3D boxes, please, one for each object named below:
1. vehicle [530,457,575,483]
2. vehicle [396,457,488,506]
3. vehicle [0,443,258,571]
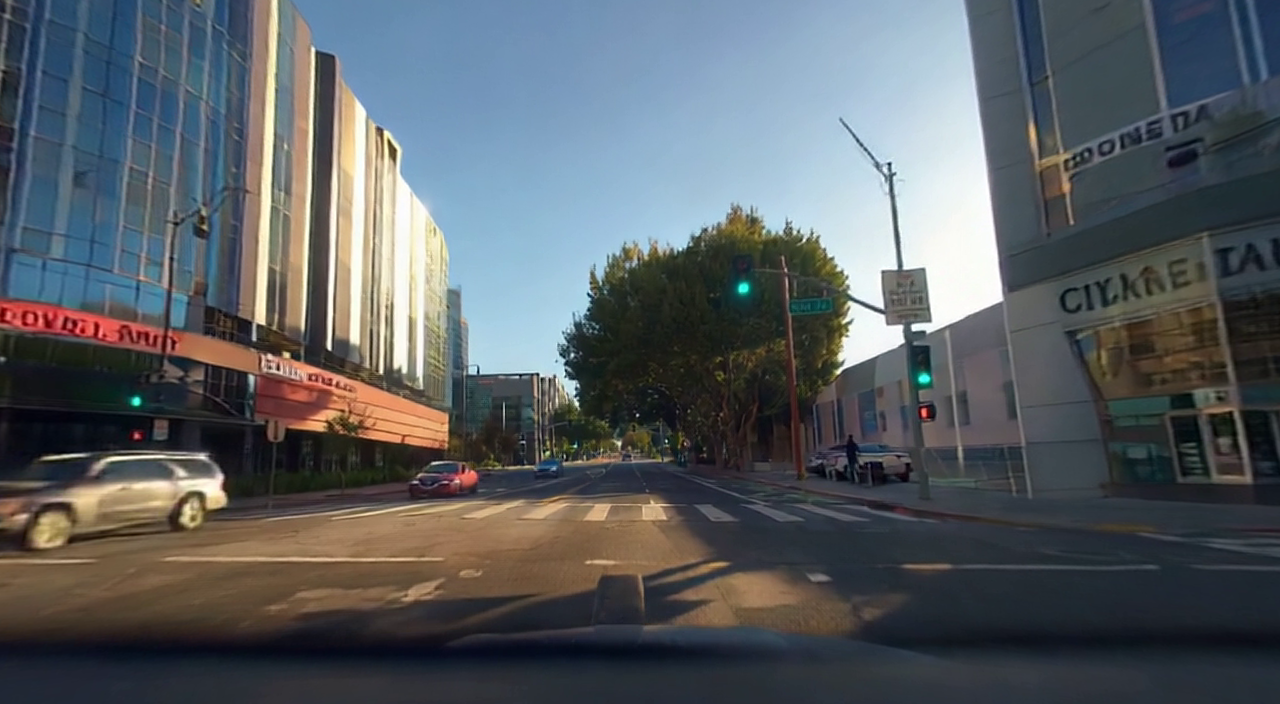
[{"bbox_3d":[-5.931,8.045,43.368,2.037,1.563,4.754,-1,-9,4],"label":"vehicle"},{"bbox_3d":[-6.990,4.590,22.781,1.897,1.537,3.770,-1,-8,4],"label":"vehicle"},{"bbox_3d":[-10.473,2.756,12.376,2.329,1.900,5.588,0,-8,2],"label":"vehicle"}]
